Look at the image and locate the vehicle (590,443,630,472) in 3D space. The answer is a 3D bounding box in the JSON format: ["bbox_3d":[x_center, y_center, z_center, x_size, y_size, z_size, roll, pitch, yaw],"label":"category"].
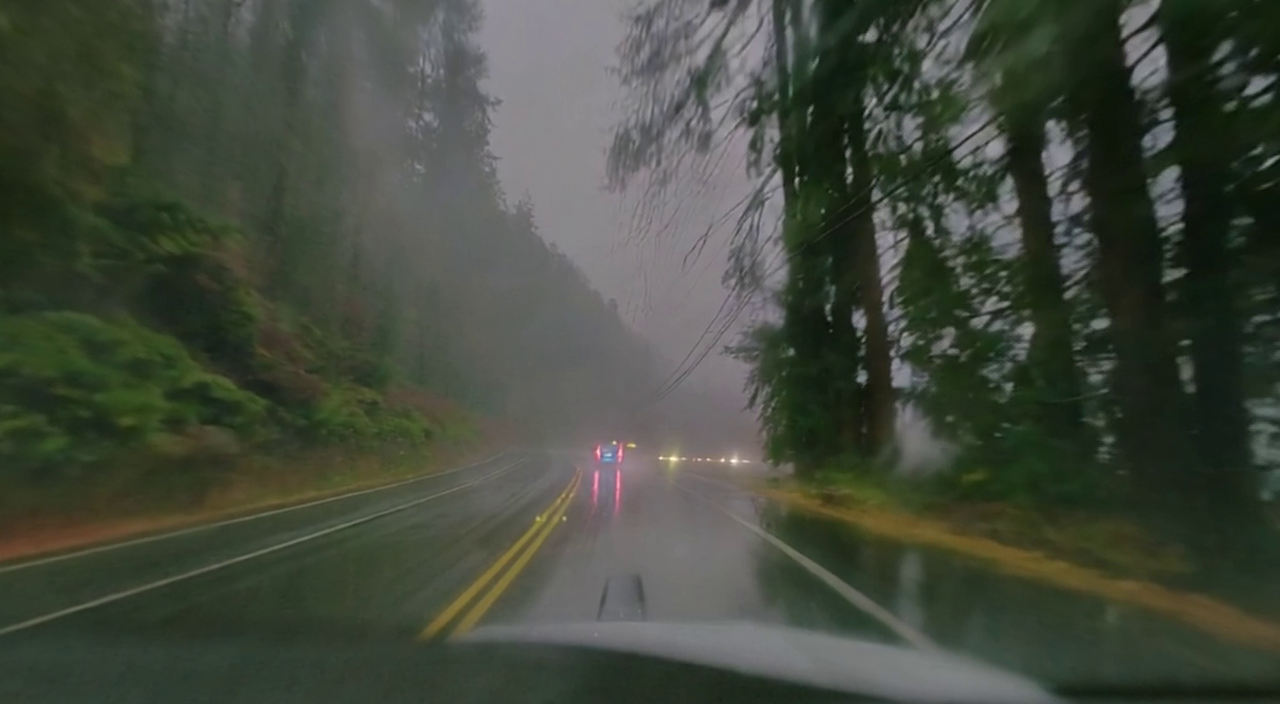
[{"bbox_3d":[-1.811,6.125,36.941,2.059,1.524,3.963,3,-9,-5],"label":"vehicle"}]
